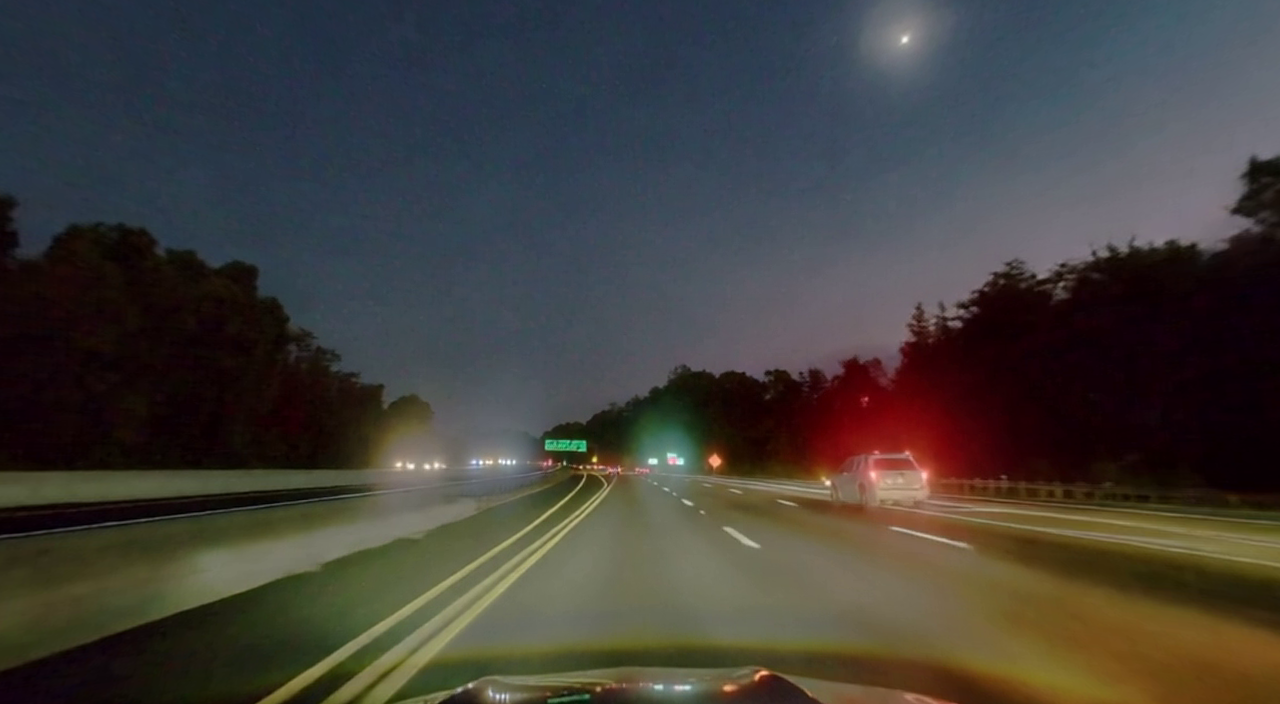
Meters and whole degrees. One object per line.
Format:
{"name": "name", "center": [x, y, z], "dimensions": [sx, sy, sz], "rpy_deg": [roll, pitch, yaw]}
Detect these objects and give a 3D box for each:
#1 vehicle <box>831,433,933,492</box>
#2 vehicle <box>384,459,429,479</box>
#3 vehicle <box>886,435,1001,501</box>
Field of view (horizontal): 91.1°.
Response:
{"name": "vehicle", "center": [16.005, 7.504, 42.520], "dimensions": [2.902, 3.371, 8.875], "rpy_deg": [4, -11, -4]}
{"name": "vehicle", "center": [-17.846, 8.972, 48.251], "dimensions": [1.946, 1.475, 4.594], "rpy_deg": [1, -10, -4]}
{"name": "vehicle", "center": [16.558, 6.387, 34.861], "dimensions": [2.827, 3.120, 6.502], "rpy_deg": [4, -10, -3]}
